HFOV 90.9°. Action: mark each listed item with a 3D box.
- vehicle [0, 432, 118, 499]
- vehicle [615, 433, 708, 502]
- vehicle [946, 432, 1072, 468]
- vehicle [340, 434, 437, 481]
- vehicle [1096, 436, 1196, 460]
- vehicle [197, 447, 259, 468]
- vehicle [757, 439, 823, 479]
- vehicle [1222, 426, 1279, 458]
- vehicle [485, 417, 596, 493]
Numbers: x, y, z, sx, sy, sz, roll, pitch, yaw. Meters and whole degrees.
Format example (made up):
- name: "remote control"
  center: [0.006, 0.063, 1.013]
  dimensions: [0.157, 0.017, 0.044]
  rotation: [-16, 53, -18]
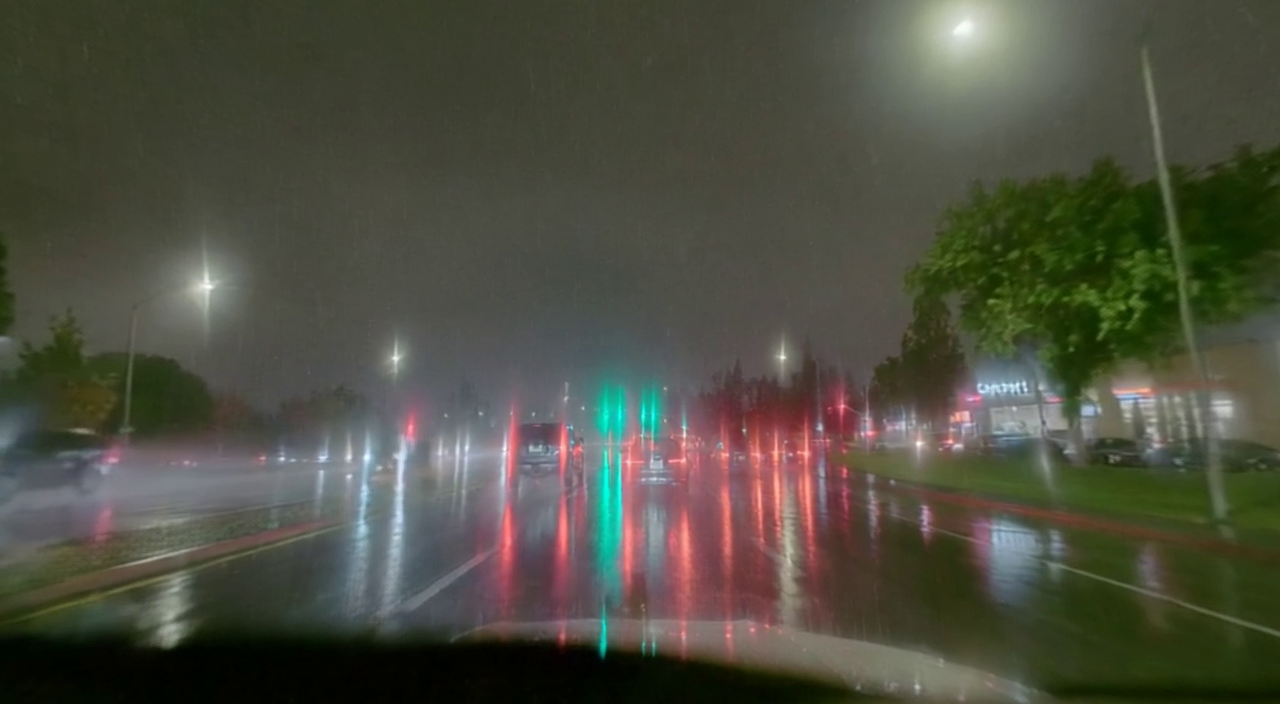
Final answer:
- name: "vehicle"
  center: [-18.712, 3.345, 18.835]
  dimensions: [2.141, 1.820, 4.690]
  rotation: [0, -8, 0]
- name: "vehicle"
  center: [0.467, 2.856, 16.016]
  dimensions: [2.061, 1.494, 4.079]
  rotation: [0, -8, 0]
- name: "vehicle"
  center: [16.242, 4.345, 27.927]
  dimensions: [4.323, 1.496, 1.937]
  rotation: [0, -8, 0]
- name: "vehicle"
  center: [-8.771, 3.706, 22.360]
  dimensions: [1.795, 1.508, 4.057]
  rotation: [0, -8, -1]
- name: "vehicle"
  center: [31.861, 6.062, 39.893]
  dimensions: [1.903, 1.447, 4.820]
  rotation: [1, -9, -8]
- name: "vehicle"
  center: [-31.791, 8.111, 48.662]
  dimensions: [3.835, 1.549, 1.755]
  rotation: [6, -10, -36]
- name: "vehicle"
  center: [6.112, 4.378, 26.165]
  dimensions: [1.900, 1.507, 4.151]
  rotation: [0, -8, 3]
- name: "vehicle"
  center: [40.807, 5.719, 40.235]
  dimensions: [2.228, 1.964, 5.053]
  rotation: [-2, -8, -2]
- name: "vehicle"
  center: [-2.749, 3.049, 18.972]
  dimensions: [2.289, 1.935, 5.227]
  rotation: [0, -8, 2]
